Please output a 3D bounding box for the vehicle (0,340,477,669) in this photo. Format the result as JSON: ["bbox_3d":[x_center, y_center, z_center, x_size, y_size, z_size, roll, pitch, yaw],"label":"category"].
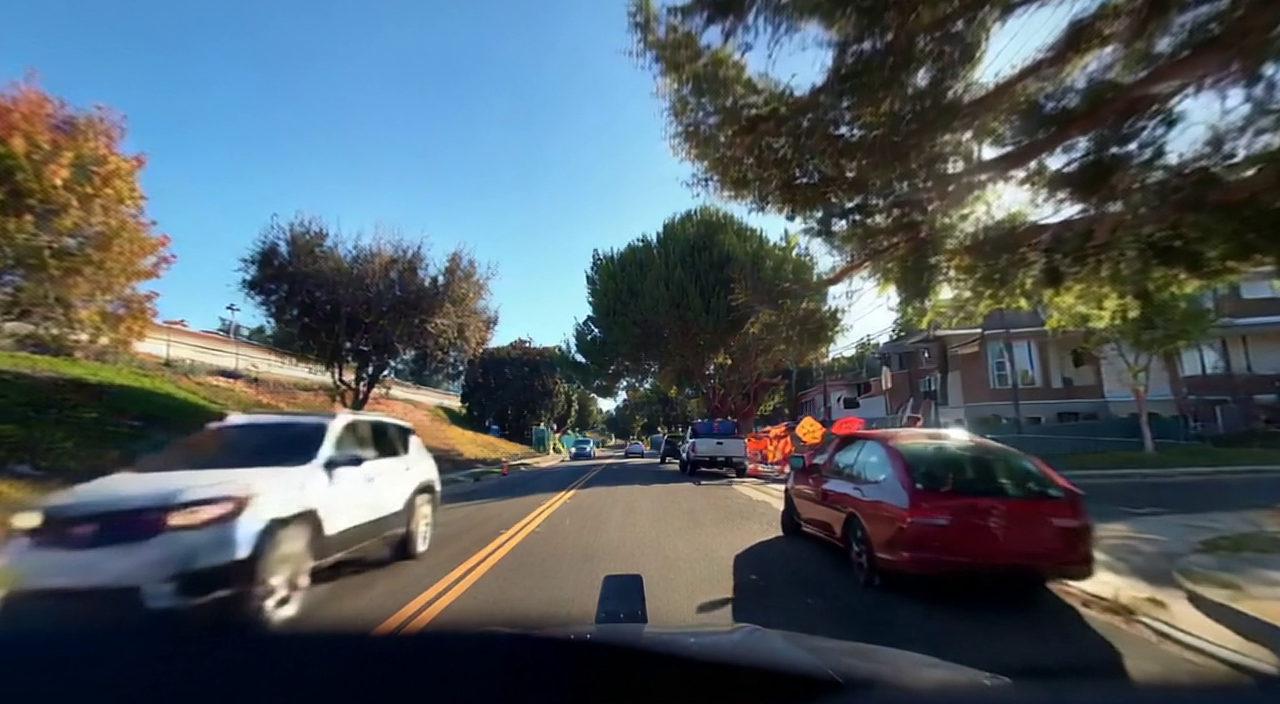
[{"bbox_3d":[-3.570,1.289,6.591,2.358,1.921,5.675,0,-8,-2],"label":"vehicle"}]

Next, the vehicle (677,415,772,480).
[{"bbox_3d":[2.935,3.588,23.845,2.759,2.114,6.152,0,-8,0],"label":"vehicle"}]

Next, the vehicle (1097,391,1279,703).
[{"bbox_3d":[3.134,0.632,0.415,2.006,1.482,4.722,0,-8,-2],"label":"vehicle"}]
